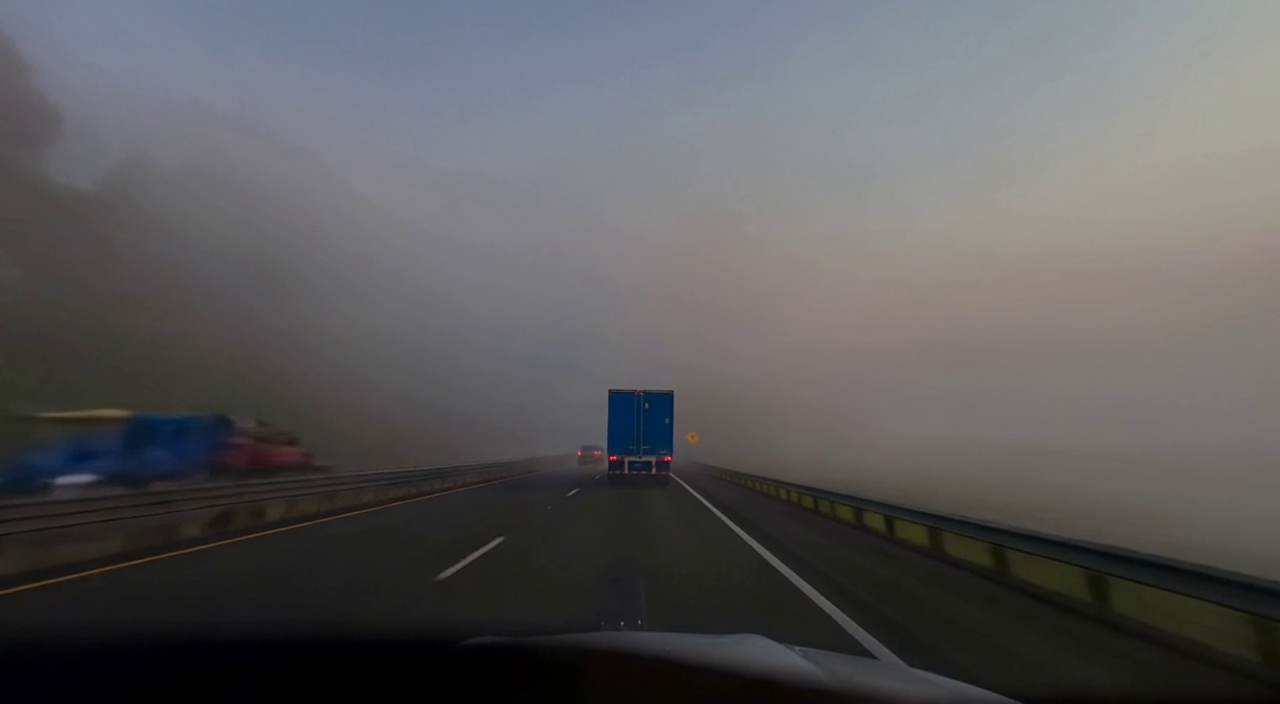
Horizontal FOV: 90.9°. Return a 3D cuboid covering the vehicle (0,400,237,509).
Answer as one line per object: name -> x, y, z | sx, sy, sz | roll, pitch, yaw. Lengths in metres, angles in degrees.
vehicle -> -15.078, 3.010, 18.678 | 2.288, 2.708, 5.765 | 0, -9, 0

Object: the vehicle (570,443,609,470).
vehicle -> -3.346, 7.029, 42.458 | 2.160, 1.661, 4.388 | 0, -9, 1

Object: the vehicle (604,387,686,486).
vehicle -> 0.079, 3.712, 27.111 | 2.913, 3.530, 8.648 | 0, -9, -1
